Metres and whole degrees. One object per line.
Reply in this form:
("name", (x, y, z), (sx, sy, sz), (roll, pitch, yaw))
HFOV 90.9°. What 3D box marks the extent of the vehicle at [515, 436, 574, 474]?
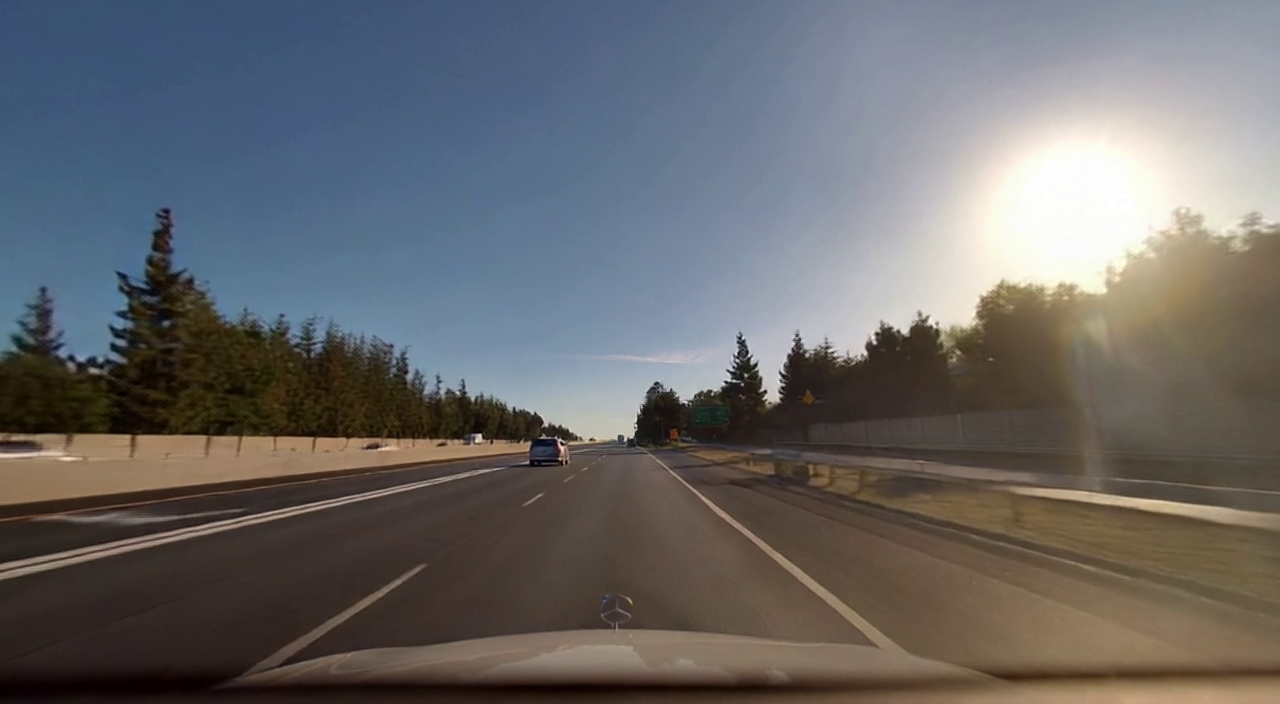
("vehicle", (-4.461, 4.854, 30.001), (2.129, 1.641, 4.263), (0, -8, 0))
